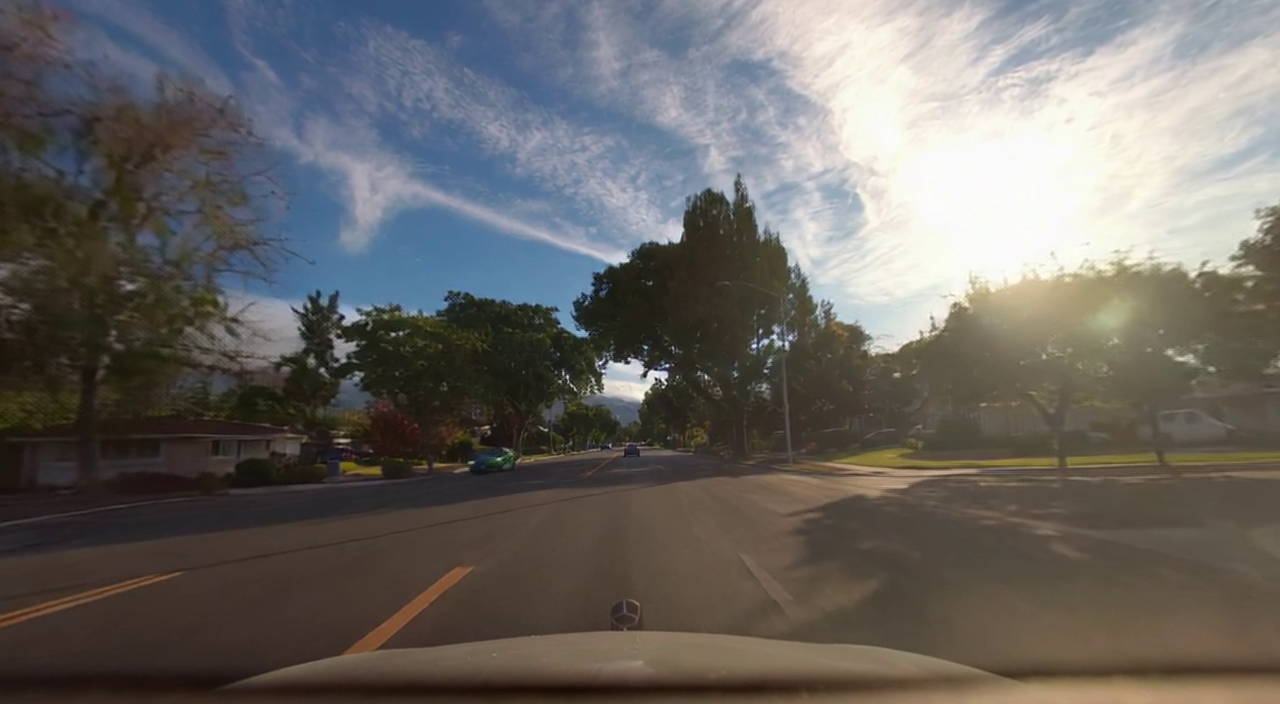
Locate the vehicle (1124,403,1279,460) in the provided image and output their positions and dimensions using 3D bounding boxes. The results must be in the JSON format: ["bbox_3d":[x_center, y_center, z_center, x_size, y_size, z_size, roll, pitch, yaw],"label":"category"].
[{"bbox_3d":[28.547,4.074,32.182,5.564,2.741,2.347,-1,-8,4],"label":"vehicle"}]

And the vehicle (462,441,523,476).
[{"bbox_3d":[-7.517,5.459,32.668,2.130,1.635,4.505,0,-8,-1],"label":"vehicle"}]
